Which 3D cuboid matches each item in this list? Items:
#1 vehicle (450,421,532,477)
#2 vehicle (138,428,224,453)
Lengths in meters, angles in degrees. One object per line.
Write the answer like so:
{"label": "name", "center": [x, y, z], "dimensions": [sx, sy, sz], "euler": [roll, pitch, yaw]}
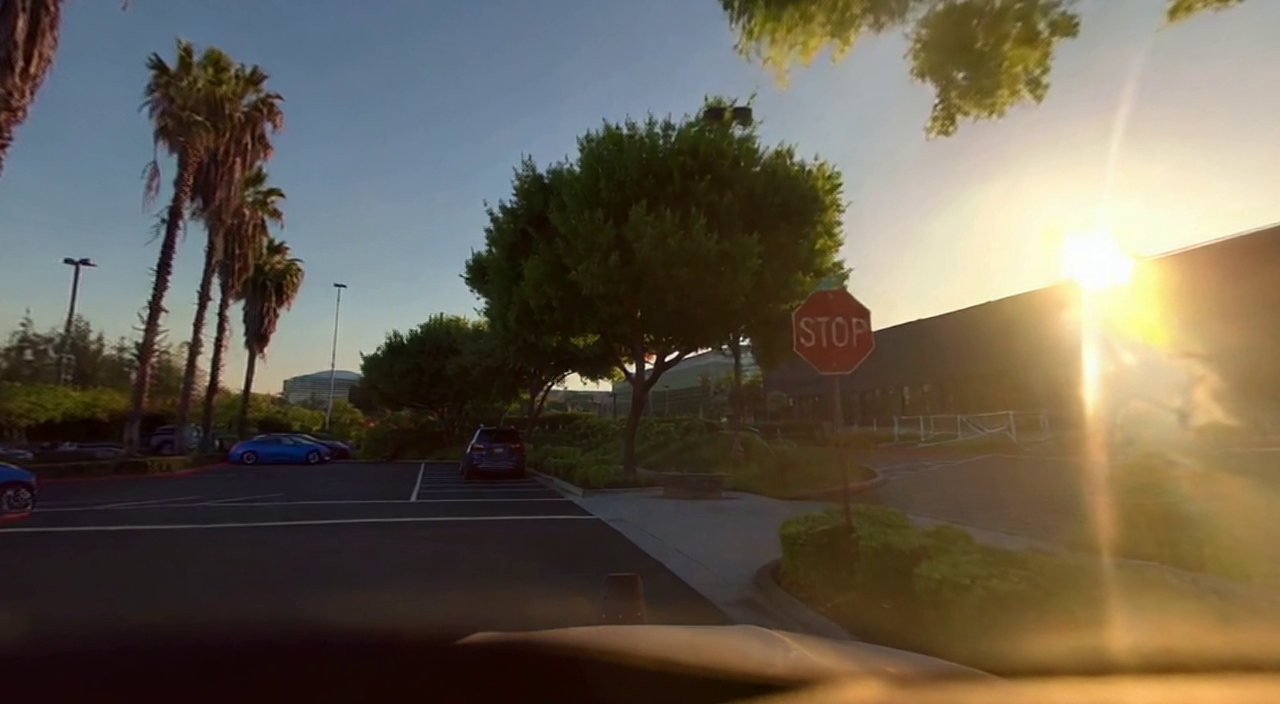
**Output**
{"label": "vehicle", "center": [-5.299, 3.374, 22.077], "dimensions": [2.071, 1.700, 4.367], "euler": [3, -9, -22]}
{"label": "vehicle", "center": [-30.732, 5.949, 42.423], "dimensions": [4.457, 1.552, 1.748], "euler": [6, -10, -35]}
